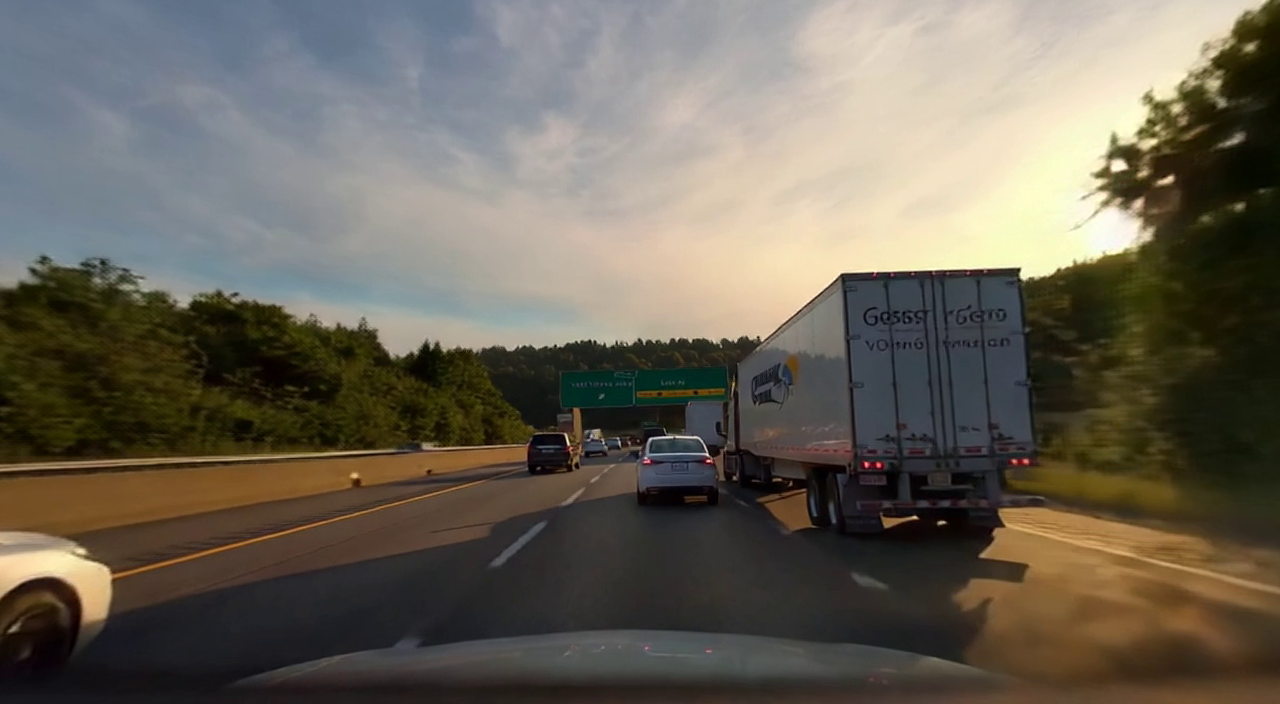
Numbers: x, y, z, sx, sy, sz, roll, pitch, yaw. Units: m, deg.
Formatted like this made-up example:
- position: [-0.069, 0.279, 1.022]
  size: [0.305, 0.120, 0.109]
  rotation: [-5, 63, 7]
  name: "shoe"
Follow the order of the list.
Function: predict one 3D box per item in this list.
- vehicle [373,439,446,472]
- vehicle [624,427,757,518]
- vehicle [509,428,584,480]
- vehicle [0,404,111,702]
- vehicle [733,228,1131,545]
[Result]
- position: [-10.950, 4.933, 30.241]
  size: [2.028, 1.444, 3.571]
  rotation: [0, -8, 2]
  name: "vehicle"
- position: [0.826, 2.299, 12.656]
  size: [2.200, 1.495, 4.282]
  rotation: [0, -8, 0]
  name: "vehicle"
- position: [-3.317, 3.700, 23.286]
  size: [2.006, 1.729, 4.447]
  rotation: [0, -8, 1]
  name: "vehicle"
- position: [-4.284, 0.775, 1.428]
  size: [2.100, 1.491, 4.676]
  rotation: [0, -8, 0]
  name: "vehicle"
- position: [4.707, 1.338, 15.233]
  size: [2.883, 4.070, 14.423]
  rotation: [0, -8, 0]
  name: "vehicle"
